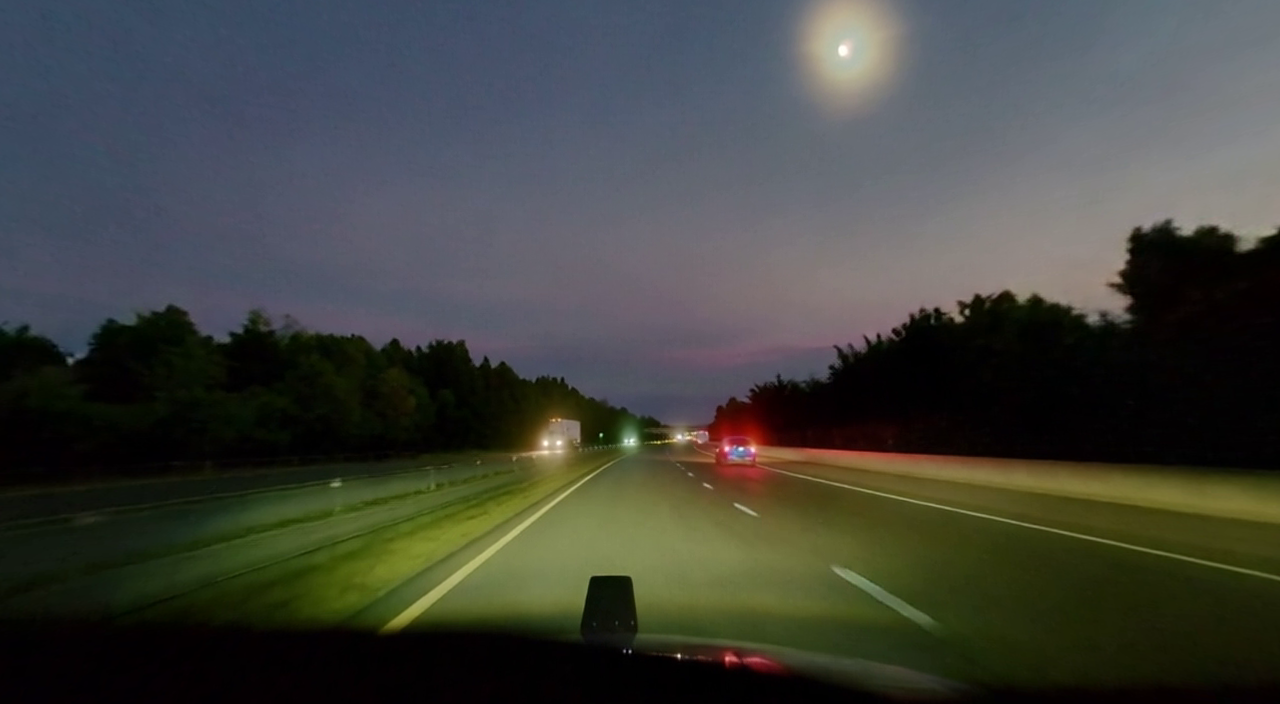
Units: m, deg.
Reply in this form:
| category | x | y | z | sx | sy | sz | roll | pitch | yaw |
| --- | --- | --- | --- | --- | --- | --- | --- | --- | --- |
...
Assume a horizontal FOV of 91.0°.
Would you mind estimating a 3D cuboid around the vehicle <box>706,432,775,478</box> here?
| category | x | y | z | sx | sy | sz | roll | pitch | yaw |
| --- | --- | --- | --- | --- | --- | --- | --- | --- | --- |
| vehicle | 3.941 | 4.090 | 25.370 | 2.022 | 1.663 | 4.245 | 0 | -8 | -1 |
